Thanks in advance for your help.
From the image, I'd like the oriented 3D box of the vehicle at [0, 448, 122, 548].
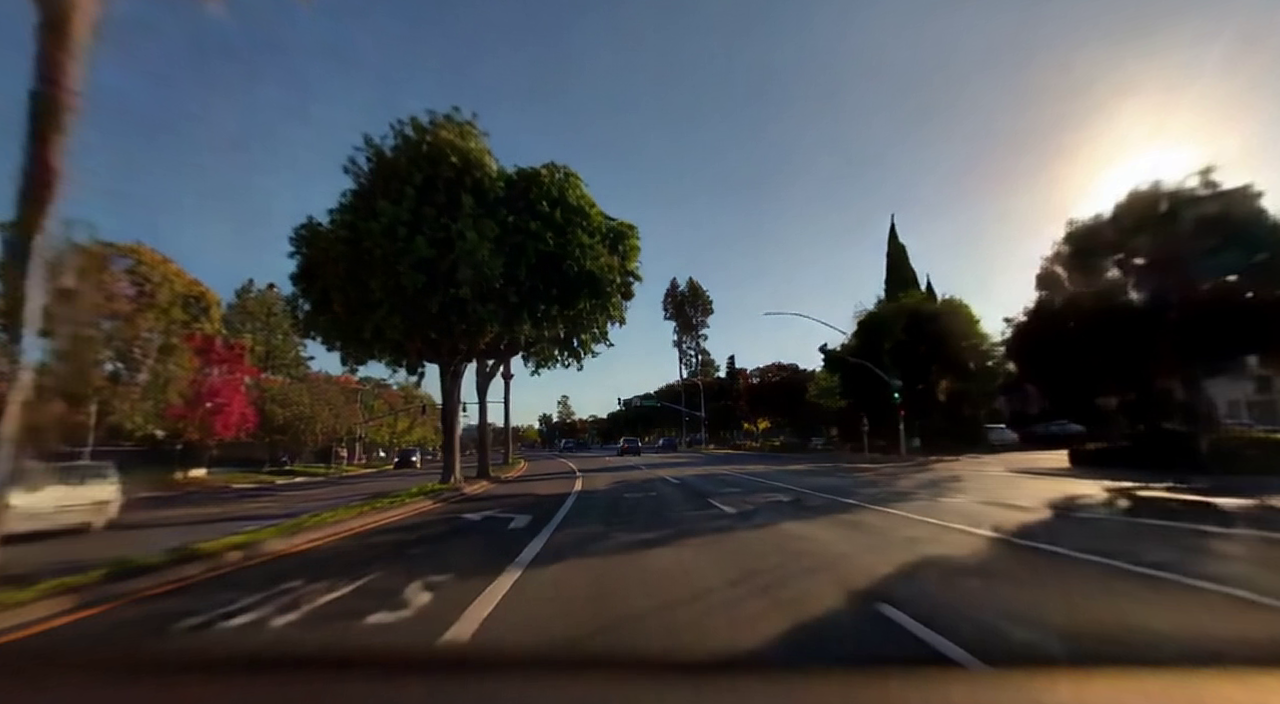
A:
[{"bbox_3d":[-13.059,2.885,12.362,2.124,1.844,4.520,-3,-8,-3],"label":"vehicle"}]
